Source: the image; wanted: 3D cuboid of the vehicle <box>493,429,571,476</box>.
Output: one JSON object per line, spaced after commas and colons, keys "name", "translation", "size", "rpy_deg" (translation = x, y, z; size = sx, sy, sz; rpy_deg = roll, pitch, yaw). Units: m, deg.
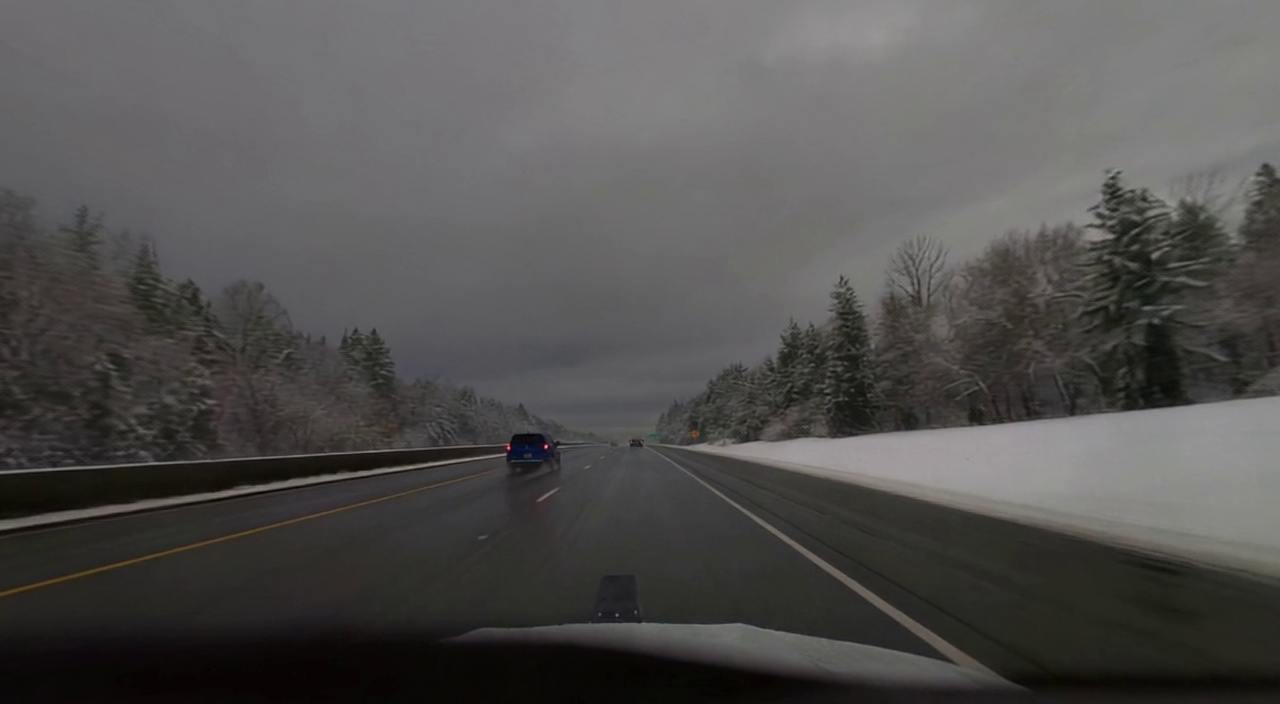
{"name": "vehicle", "translation": [-3.873, 3.694, 23.535], "size": [2.072, 1.545, 4.767], "rpy_deg": [0, -8, 0]}
